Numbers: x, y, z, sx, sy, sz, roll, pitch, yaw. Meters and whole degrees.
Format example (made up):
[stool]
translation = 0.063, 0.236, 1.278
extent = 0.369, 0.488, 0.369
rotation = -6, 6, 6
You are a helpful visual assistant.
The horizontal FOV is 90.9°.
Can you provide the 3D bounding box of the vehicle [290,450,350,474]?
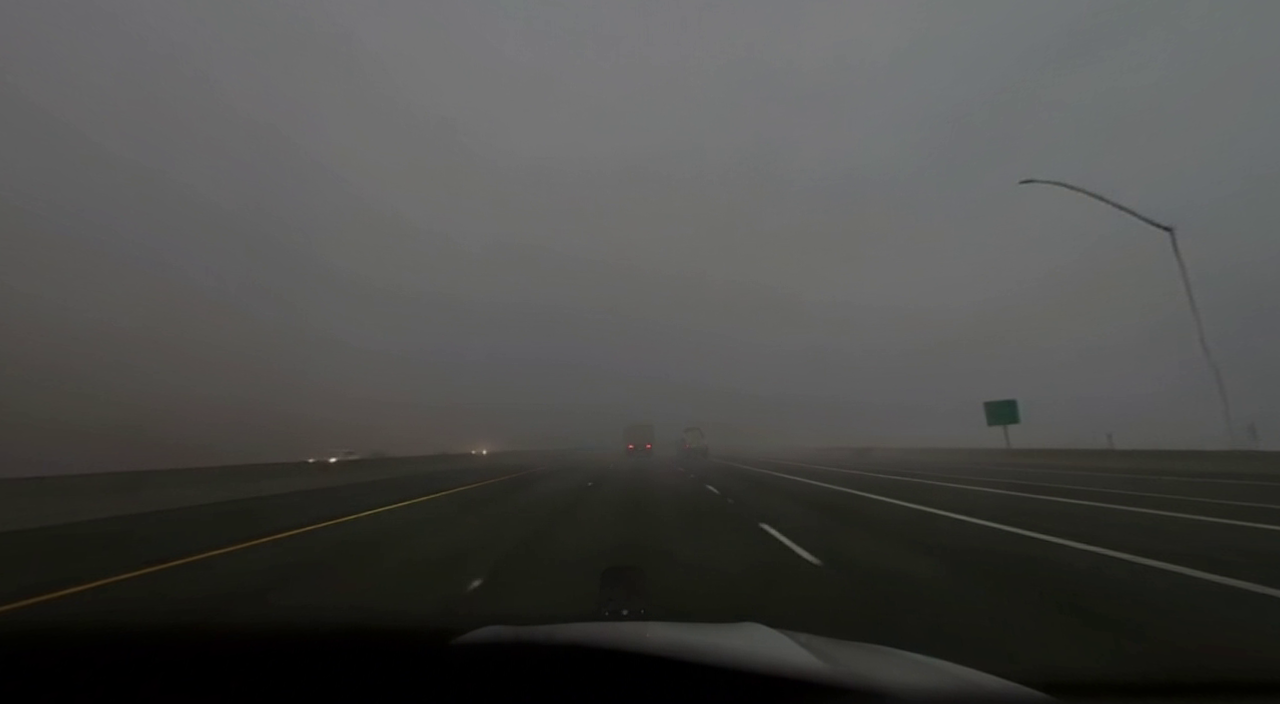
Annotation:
[vehicle]
translation = -24.273, 8.314, 48.012
extent = 1.960, 1.684, 4.780
rotation = 0, -8, 1
